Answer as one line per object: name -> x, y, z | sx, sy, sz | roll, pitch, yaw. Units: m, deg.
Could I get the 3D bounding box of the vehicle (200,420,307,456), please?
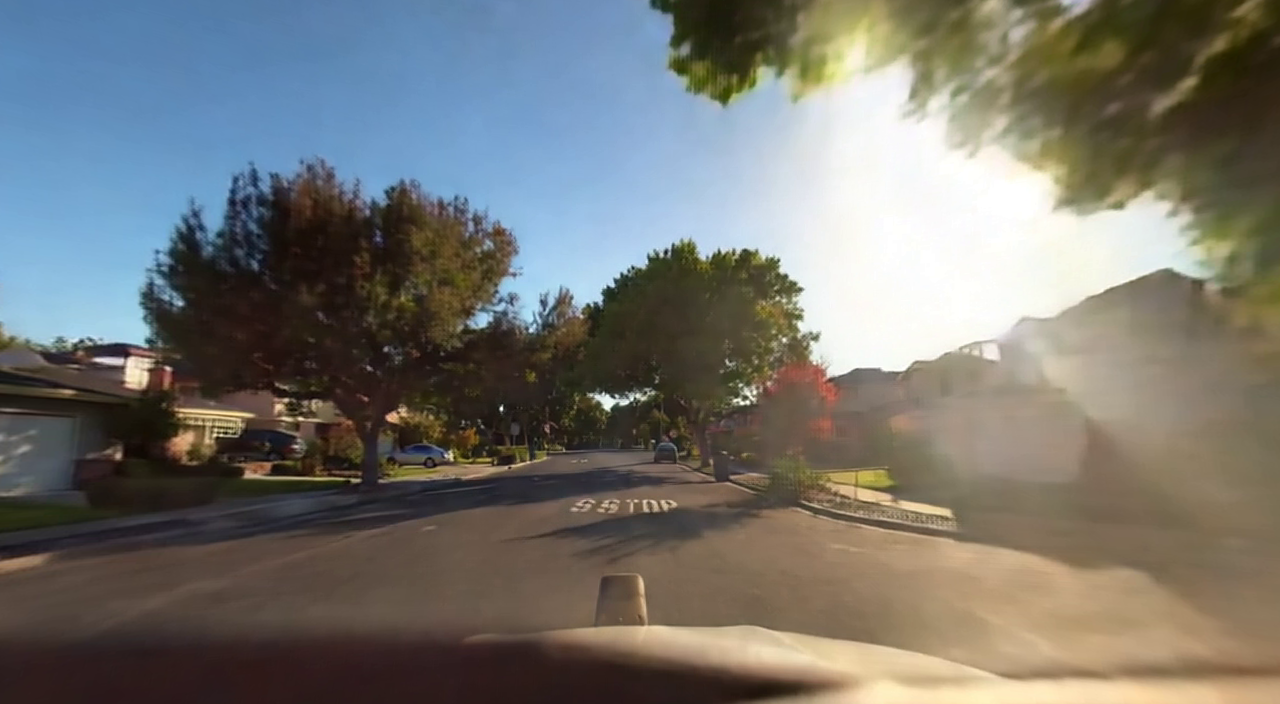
vehicle -> -19.227, 4.315, 31.585 | 4.093, 1.661, 1.765 | 0, -9, -6

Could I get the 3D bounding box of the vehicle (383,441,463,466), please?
vehicle -> -14.207, 6.656, 41.521 | 4.572, 1.522, 1.999 | 1, -8, -5
